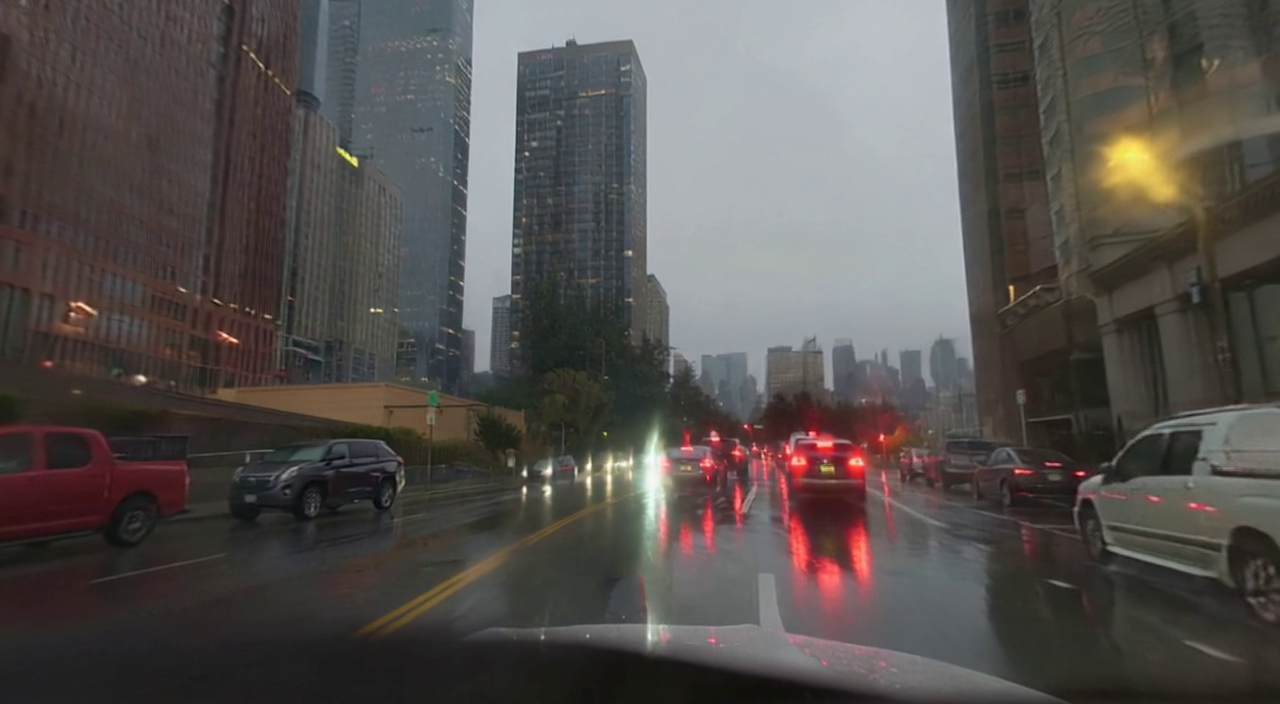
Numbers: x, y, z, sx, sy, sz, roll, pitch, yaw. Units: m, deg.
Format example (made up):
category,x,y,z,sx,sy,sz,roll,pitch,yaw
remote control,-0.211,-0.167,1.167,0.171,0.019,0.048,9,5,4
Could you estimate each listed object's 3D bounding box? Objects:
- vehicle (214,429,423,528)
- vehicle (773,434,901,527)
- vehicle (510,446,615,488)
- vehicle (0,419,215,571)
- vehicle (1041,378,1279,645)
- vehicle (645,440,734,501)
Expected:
category,x,y,z,sx,sy,sz,roll,pitch,yaw
vehicle,-7.367,2.874,15.048,1.934,1.770,4.546,-9,-10,12
vehicle,3.725,2.451,12.662,1.982,1.510,4.144,-2,-8,11
vehicle,-3.081,4.653,25.940,1.928,1.503,4.322,-6,-10,33
vehicle,-8.781,1.860,8.444,2.070,1.854,4.985,-2,-8,11
vehicle,5.745,1.298,5.762,2.088,1.775,4.454,-2,-9,14
vehicle,1.482,3.180,17.345,2.031,1.461,3.763,-2,-8,10
